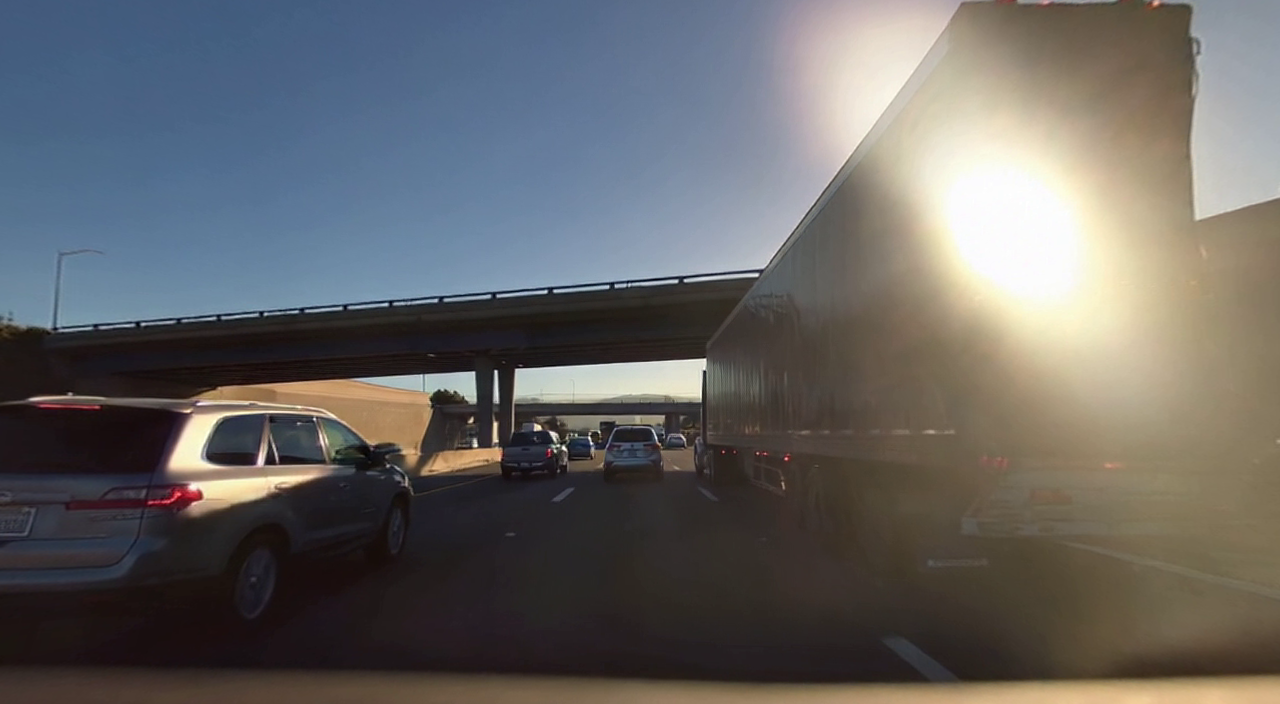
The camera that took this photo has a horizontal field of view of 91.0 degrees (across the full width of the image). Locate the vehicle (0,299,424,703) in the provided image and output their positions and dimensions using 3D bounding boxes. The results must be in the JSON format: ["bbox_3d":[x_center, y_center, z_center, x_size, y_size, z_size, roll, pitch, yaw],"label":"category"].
[{"bbox_3d":[-3.438,1.000,4.206,2.193,1.803,4.958,0,-8,0],"label":"vehicle"}]

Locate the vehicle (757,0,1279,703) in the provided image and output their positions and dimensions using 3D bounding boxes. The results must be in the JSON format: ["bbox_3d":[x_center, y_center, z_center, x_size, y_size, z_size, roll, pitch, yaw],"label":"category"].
[{"bbox_3d":[3.612,-0.231,3.522,2.852,4.121,16.210,0,-8,0],"label":"vehicle"}]

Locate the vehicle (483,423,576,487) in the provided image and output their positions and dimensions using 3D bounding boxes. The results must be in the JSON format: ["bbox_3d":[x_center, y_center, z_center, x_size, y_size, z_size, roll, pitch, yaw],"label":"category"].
[{"bbox_3d":[-3.440,3.331,20.625,2.120,1.812,4.659,0,-8,1],"label":"vehicle"}]

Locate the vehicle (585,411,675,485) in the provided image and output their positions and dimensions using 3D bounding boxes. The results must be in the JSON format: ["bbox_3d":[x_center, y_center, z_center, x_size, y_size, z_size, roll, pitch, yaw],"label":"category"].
[{"bbox_3d":[-0.318,3.309,21.924,2.704,2.216,5.804,0,-8,0],"label":"vehicle"}]
